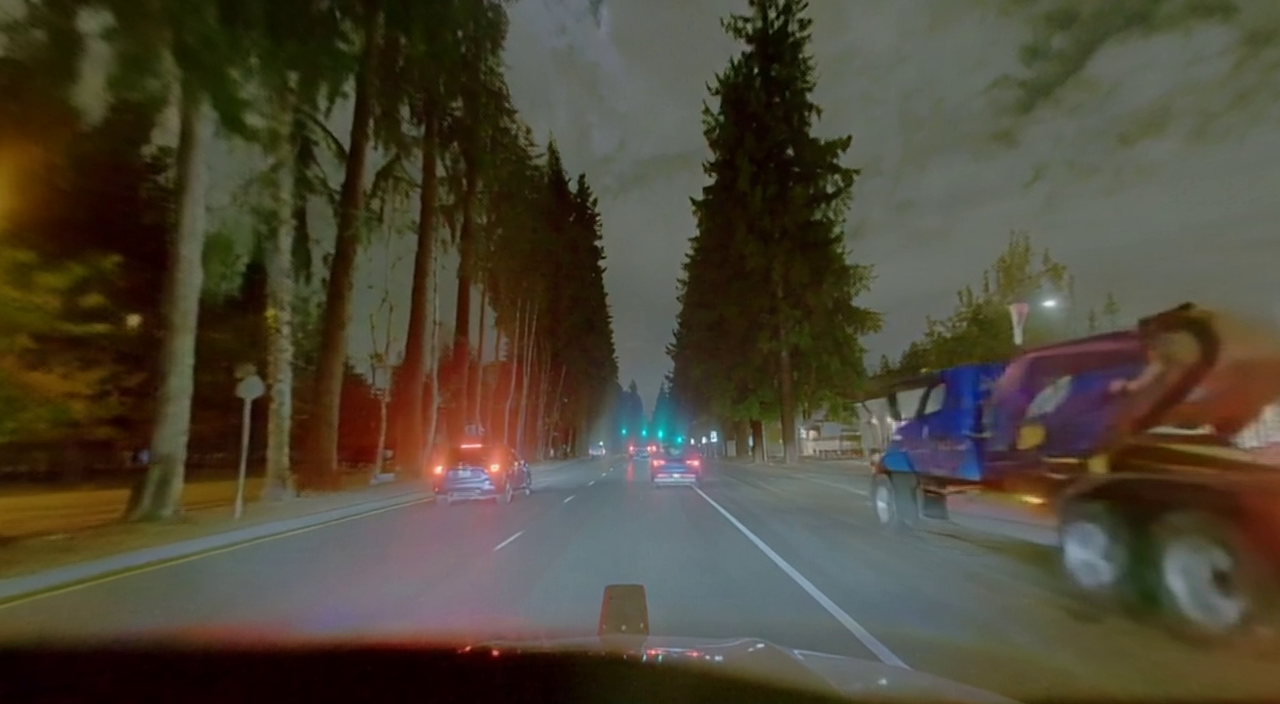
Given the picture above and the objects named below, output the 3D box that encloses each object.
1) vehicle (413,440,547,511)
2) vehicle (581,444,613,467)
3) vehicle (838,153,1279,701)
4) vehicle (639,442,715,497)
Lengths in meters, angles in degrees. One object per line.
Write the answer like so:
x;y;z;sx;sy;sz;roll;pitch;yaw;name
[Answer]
-3.829;3.043;16.097;2.003;1.507;4.808;0;-9;2;vehicle
-3.206;7.892;48.167;2.062;1.641;4.193;0;-9;2;vehicle
5.391;0.980;7.551;3.089;3.258;8.841;0;-8;0;vehicle
1.154;3.543;19.377;2.086;1.466;4.026;-1;-9;4;vehicle
